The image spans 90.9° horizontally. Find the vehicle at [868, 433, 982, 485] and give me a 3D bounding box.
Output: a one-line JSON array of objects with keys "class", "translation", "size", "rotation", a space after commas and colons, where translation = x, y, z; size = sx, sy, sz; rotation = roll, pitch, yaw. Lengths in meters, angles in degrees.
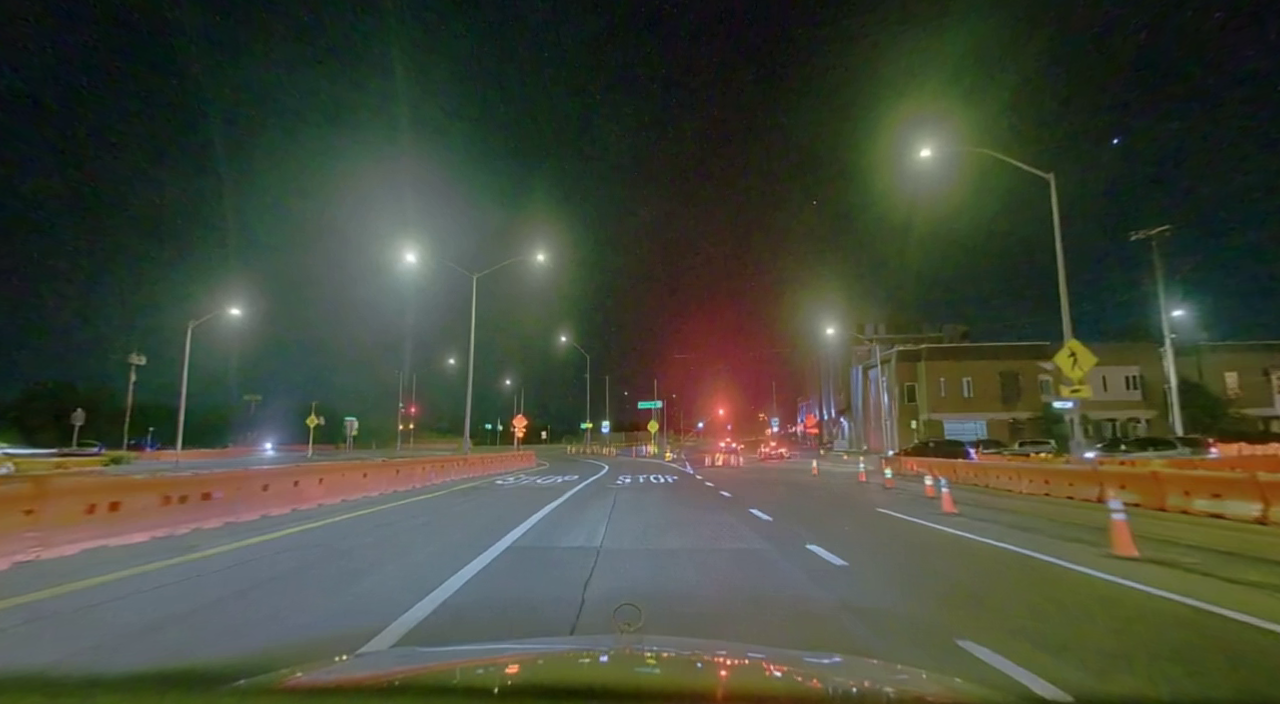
[{"class": "vehicle", "translation": [10.513, 3.983, 23.736], "size": [1.961, 1.754, 4.889], "rotation": [0, -9, 0]}]

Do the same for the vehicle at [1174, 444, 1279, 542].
[{"class": "vehicle", "translation": [10.427, 2.010, 8.825], "size": [1.934, 1.429, 4.472], "rotation": [0, -8, -1]}]

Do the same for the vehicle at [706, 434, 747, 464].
[{"class": "vehicle", "translation": [5.480, 6.234, 40.444], "size": [2.150, 1.779, 4.423], "rotation": [0, -9, 2]}]

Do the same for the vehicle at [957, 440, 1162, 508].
[{"class": "vehicle", "translation": [10.409, 3.031, 16.192], "size": [2.000, 1.487, 4.548], "rotation": [0, -8, -2]}]
